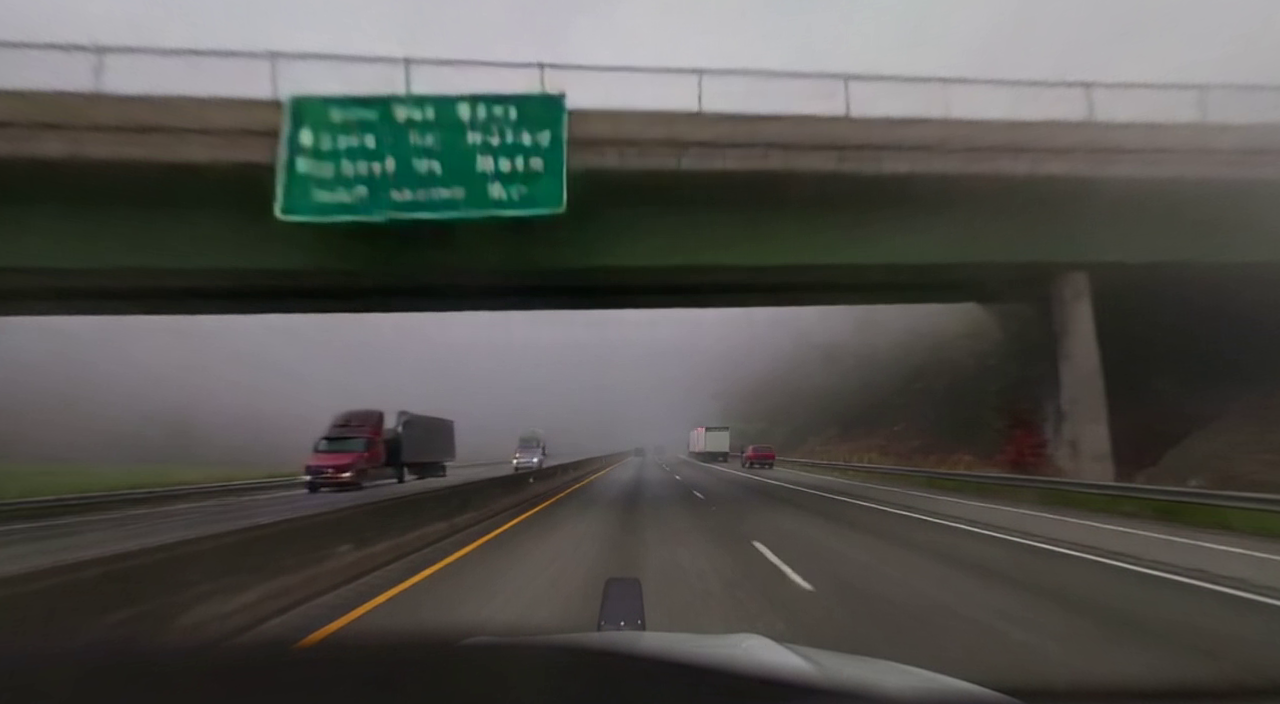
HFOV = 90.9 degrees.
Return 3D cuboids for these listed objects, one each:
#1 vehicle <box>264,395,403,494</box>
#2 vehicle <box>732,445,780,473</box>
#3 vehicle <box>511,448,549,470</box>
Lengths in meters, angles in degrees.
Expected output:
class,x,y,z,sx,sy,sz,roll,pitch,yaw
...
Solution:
class,x,y,z,sx,sy,sz,roll,pitch,yaw
vehicle,-13.220,4.101,27.908,3.034,3.893,5.871,0,-9,0
vehicle,6.517,6.077,35.817,1.987,1.473,4.244,0,-9,1
vehicle,-8.626,8.427,49.764,2.081,1.569,4.607,0,-9,1
